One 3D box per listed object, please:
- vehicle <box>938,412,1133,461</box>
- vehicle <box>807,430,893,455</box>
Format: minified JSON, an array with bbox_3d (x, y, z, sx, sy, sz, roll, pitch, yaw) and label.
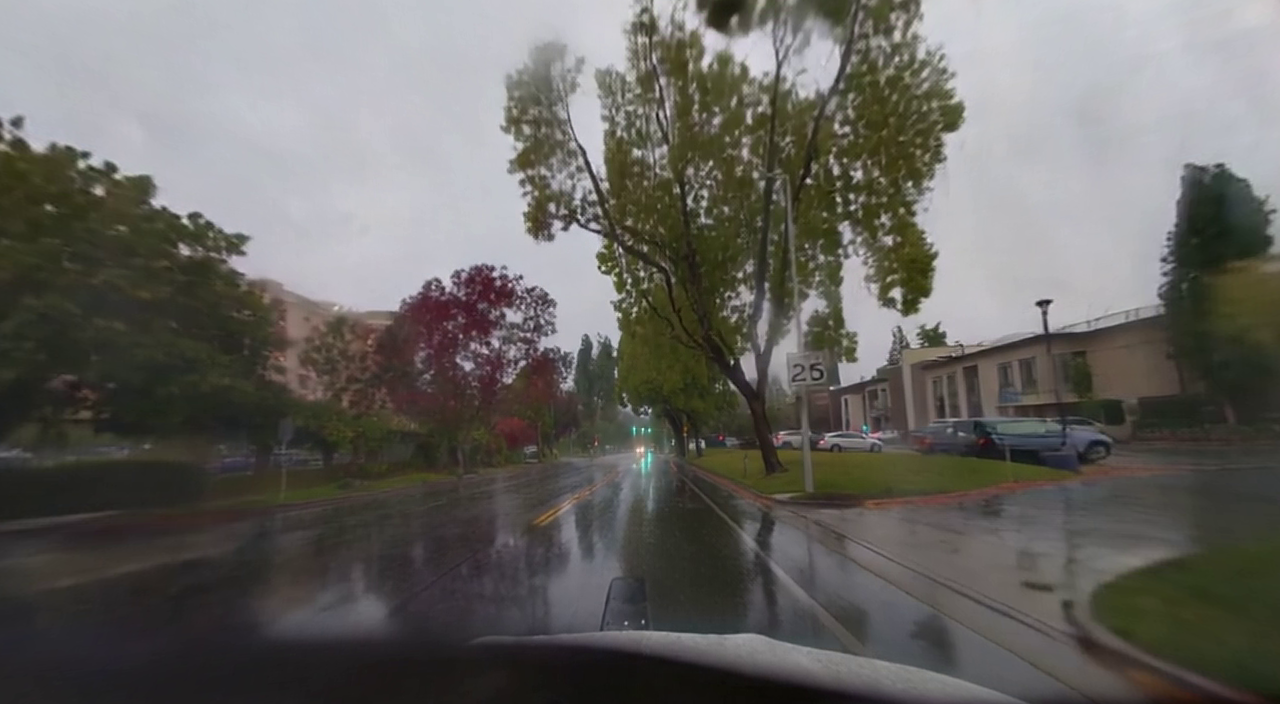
[{"bbox_3d":[12.719,2.776,20.561,4.955,1.489,2.002,0,-9,2],"label":"vehicle"},{"bbox_3d":[13.111,5.679,39.519,4.529,1.490,2.168,1,-9,-5],"label":"vehicle"}]
